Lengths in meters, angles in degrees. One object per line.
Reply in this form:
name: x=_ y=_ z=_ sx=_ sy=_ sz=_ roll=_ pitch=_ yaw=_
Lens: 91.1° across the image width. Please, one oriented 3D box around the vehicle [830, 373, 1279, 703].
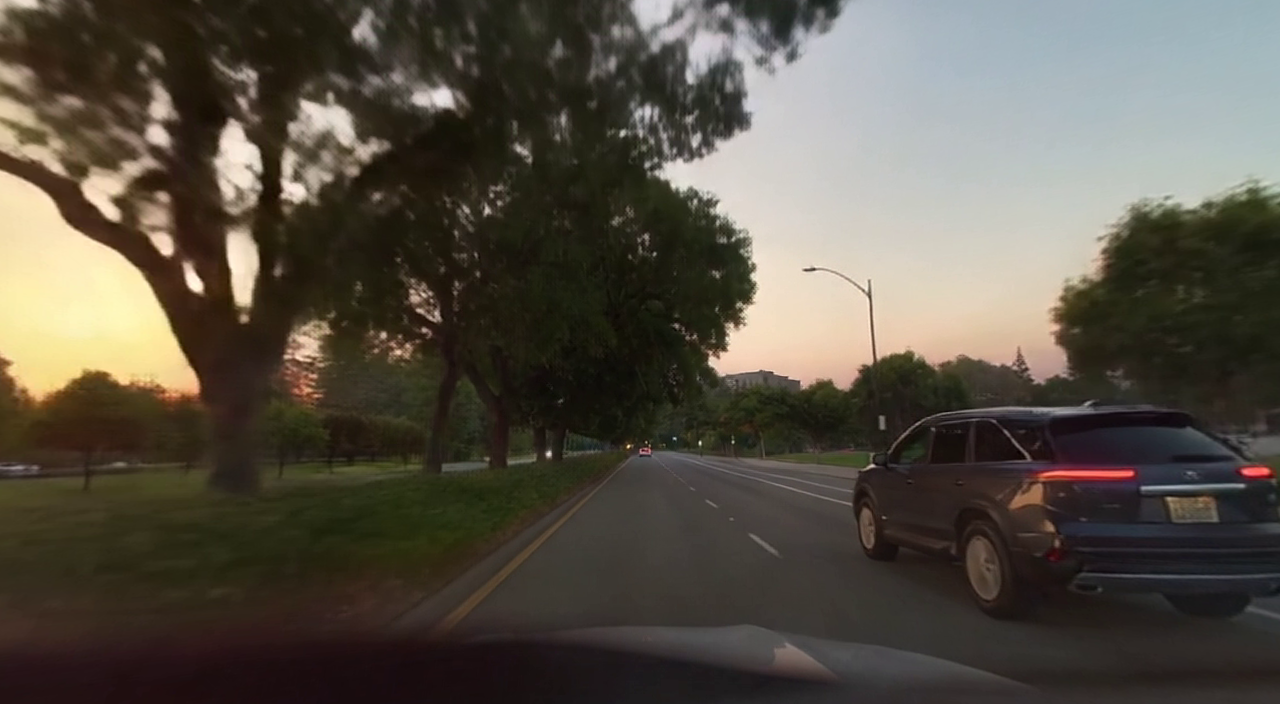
vehicle: x=3.612 y=1.358 z=5.841 sx=2.087 sy=1.759 sz=5.040 roll=0 pitch=-8 yaw=0
